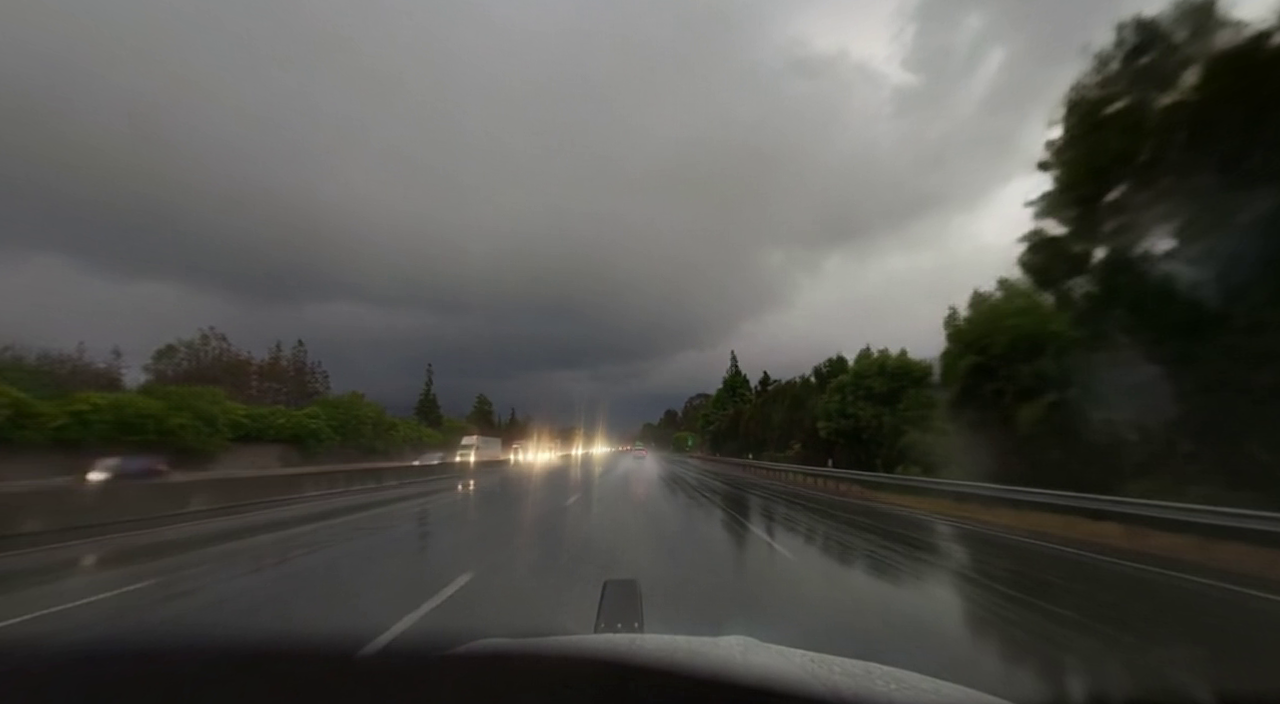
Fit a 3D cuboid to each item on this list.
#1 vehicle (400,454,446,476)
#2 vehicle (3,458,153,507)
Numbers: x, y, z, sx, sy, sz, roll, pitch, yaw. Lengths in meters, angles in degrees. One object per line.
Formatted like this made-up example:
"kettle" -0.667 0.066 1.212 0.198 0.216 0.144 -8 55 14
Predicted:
"vehicle" -15.378 8.011 44.648 1.828 1.487 4.135 -1 -9 0
"vehicle" -24.485 5.662 27.618 2.049 1.826 4.803 -1 -9 1
